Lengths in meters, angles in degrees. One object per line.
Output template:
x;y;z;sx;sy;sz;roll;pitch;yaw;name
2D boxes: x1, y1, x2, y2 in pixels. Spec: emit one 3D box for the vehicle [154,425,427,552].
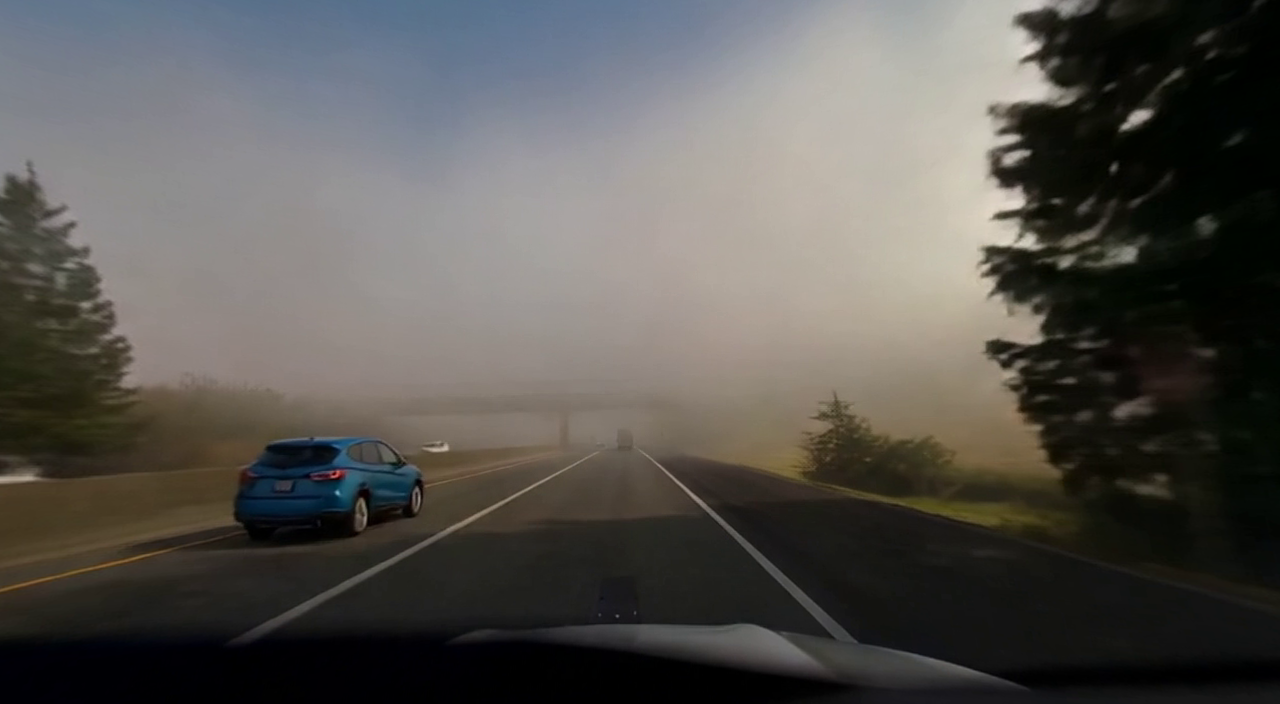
-4.838;1.892;9.497;1.965;1.513;3.774;0;-8;-1;vehicle
